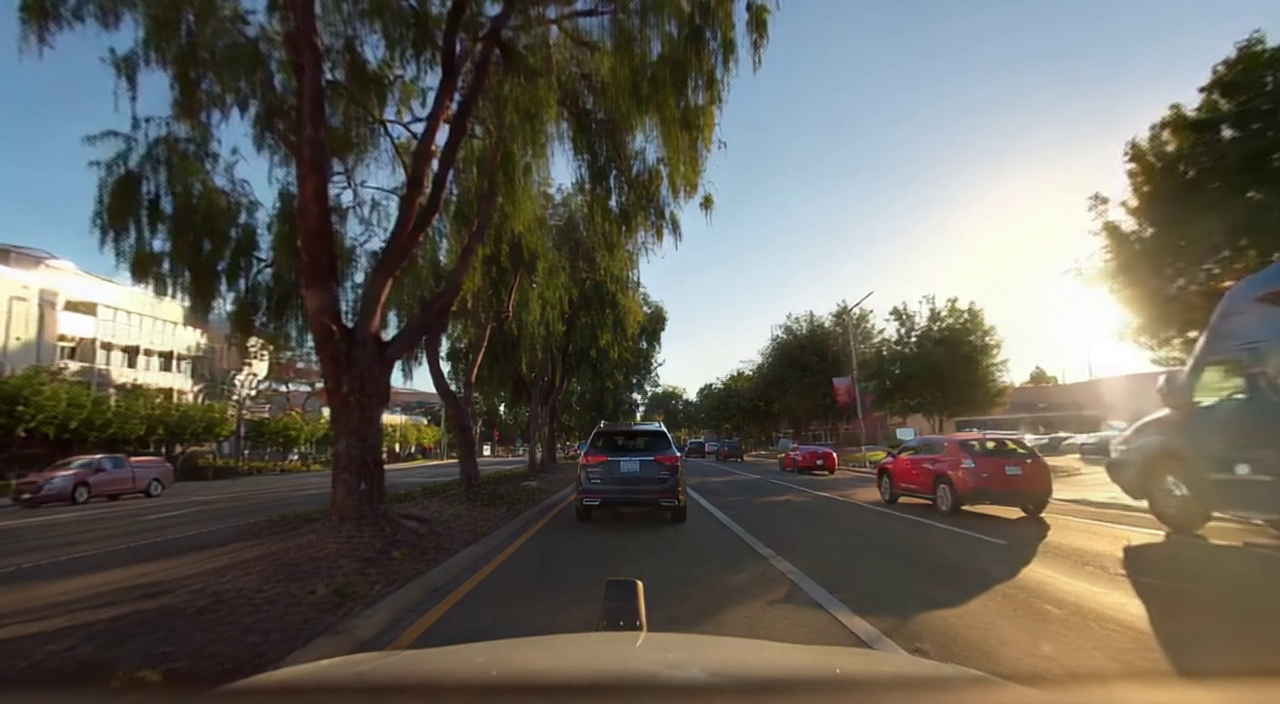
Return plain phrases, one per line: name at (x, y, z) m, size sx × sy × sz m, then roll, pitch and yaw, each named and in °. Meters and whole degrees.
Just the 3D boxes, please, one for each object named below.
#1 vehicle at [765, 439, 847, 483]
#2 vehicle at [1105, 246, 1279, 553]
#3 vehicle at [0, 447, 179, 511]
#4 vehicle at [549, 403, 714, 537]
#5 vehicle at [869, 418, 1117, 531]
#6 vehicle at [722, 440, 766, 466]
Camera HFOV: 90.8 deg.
vehicle at (6.432, 4.273, 25.072) m, size 2.035 × 1.553 × 4.465 m, roll 0°, pitch -9°, yaw 0°
vehicle at (9.991, 0.430, 7.066) m, size 3.030 × 4.019 × 8.420 m, roll 0°, pitch -9°, yaw 0°
vehicle at (-19.273, 4.287, 22.056) m, size 2.302 × 1.939 × 5.221 m, roll 0°, pitch -9°, yaw 1°
vehicle at (-0.145, 1.984, 11.123) m, size 2.320 × 1.880 × 4.192 m, roll 0°, pitch -9°, yaw -1°
vehicle at (6.199, 2.205, 11.899) m, size 2.056 × 1.703 × 4.428 m, roll 0°, pitch -9°, yaw -1°
vehicle at (6.543, 6.382, 40.158) m, size 1.914 × 1.523 × 4.287 m, roll 0°, pitch -9°, yaw -1°
